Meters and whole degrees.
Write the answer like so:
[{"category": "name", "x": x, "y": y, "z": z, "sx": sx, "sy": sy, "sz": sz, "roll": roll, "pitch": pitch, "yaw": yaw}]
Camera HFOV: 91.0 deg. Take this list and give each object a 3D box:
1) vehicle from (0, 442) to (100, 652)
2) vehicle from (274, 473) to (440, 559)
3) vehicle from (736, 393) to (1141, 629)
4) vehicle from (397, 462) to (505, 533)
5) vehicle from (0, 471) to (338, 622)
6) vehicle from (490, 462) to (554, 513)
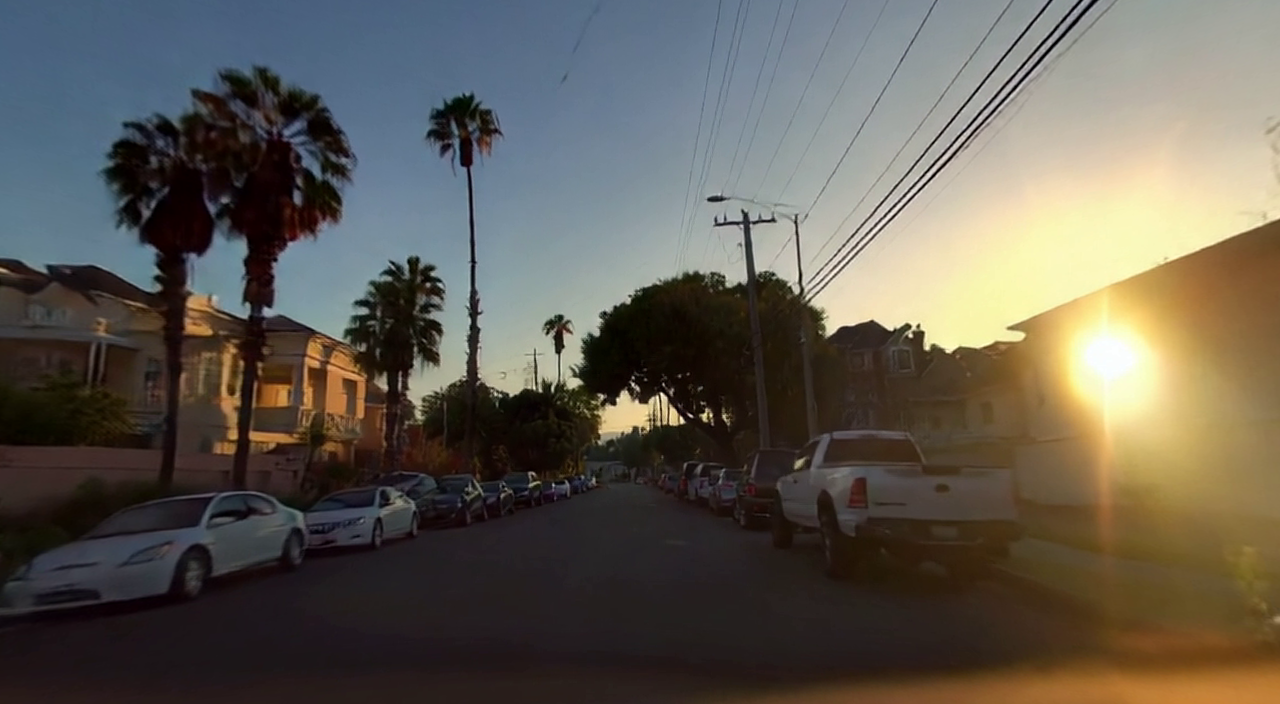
[{"category": "vehicle", "x": -6.467, "y": 1.466, "z": 3.847, "sx": 1.933, "sy": 1.824, "sz": 5.142, "roll": 0, "pitch": -8, "yaw": -3}, {"category": "vehicle", "x": -6.344, "y": 3.707, "z": 14.823, "sx": 1.874, "sy": 1.449, "sz": 4.622, "roll": 0, "pitch": -8, "yaw": -2}, {"category": "vehicle", "x": 2.979, "y": 1.770, "z": 8.411, "sx": 2.268, "sy": 1.953, "sz": 6.124, "roll": 0, "pitch": -8, "yaw": -2}, {"category": "vehicle", "x": -6.214, "y": 4.823, "z": 21.438, "sx": 2.349, "sy": 1.952, "sz": 4.848, "roll": 0, "pitch": -8, "yaw": -2}, {"category": "vehicle", "x": -6.546, "y": 2.660, "z": 9.519, "sx": 1.841, "sy": 1.491, "sz": 4.525, "roll": 0, "pitch": -8, "yaw": -2}, {"category": "vehicle", "x": -6.210, "y": 7.182, "z": 33.907, "sx": 2.281, "sy": 2.248, "sz": 5.873, "roll": 0, "pitch": -8, "yaw": 0}]
